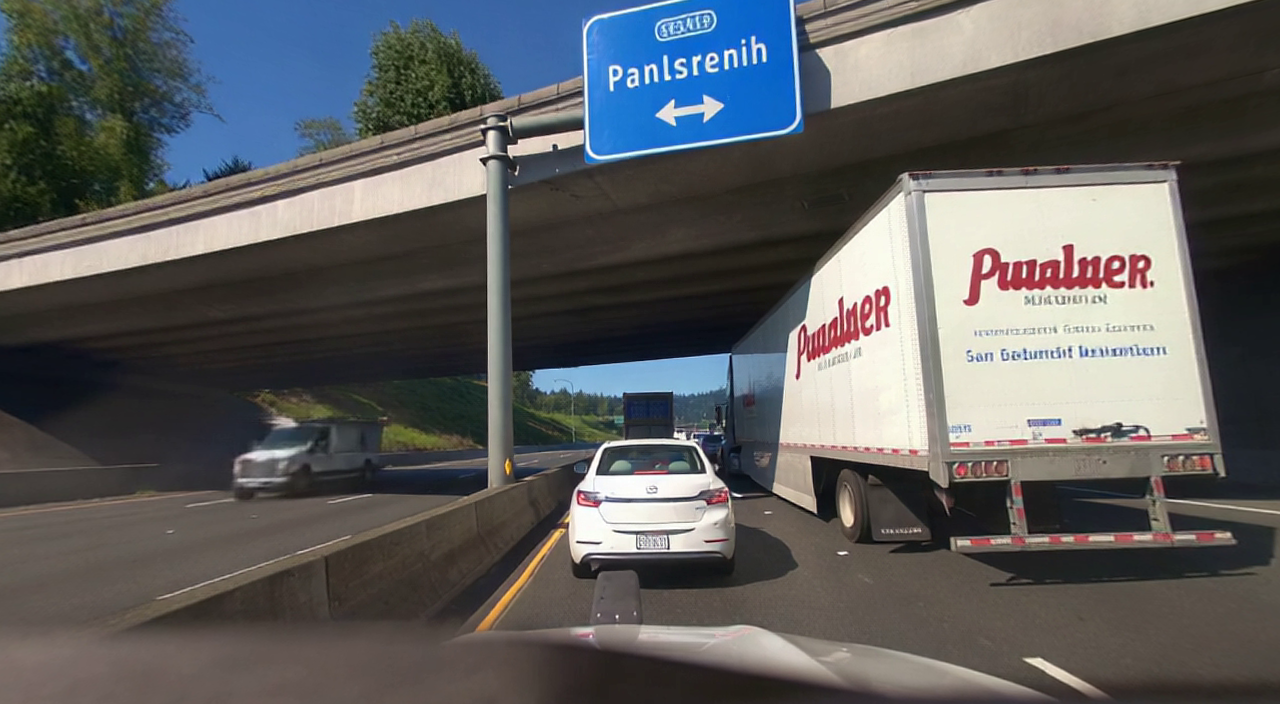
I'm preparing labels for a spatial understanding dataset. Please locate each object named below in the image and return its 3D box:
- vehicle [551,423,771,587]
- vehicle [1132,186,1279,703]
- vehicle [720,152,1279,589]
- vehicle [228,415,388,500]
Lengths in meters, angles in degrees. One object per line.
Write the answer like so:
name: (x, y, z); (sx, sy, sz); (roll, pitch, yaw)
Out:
vehicle: (0.180, 1.681, 7.712); (2.045, 1.490, 3.597); (-1, -8, 0)
vehicle: (4.730, 0.116, 0.643); (2.892, 2.615, 6.650); (0, -8, -2)
vehicle: (4.197, 1.067, 12.962); (2.827, 4.081, 14.305); (0, -8, -2)
vehicle: (-12.360, 3.971, 24.247); (2.524, 2.800, 6.564); (-1, -8, 1)
